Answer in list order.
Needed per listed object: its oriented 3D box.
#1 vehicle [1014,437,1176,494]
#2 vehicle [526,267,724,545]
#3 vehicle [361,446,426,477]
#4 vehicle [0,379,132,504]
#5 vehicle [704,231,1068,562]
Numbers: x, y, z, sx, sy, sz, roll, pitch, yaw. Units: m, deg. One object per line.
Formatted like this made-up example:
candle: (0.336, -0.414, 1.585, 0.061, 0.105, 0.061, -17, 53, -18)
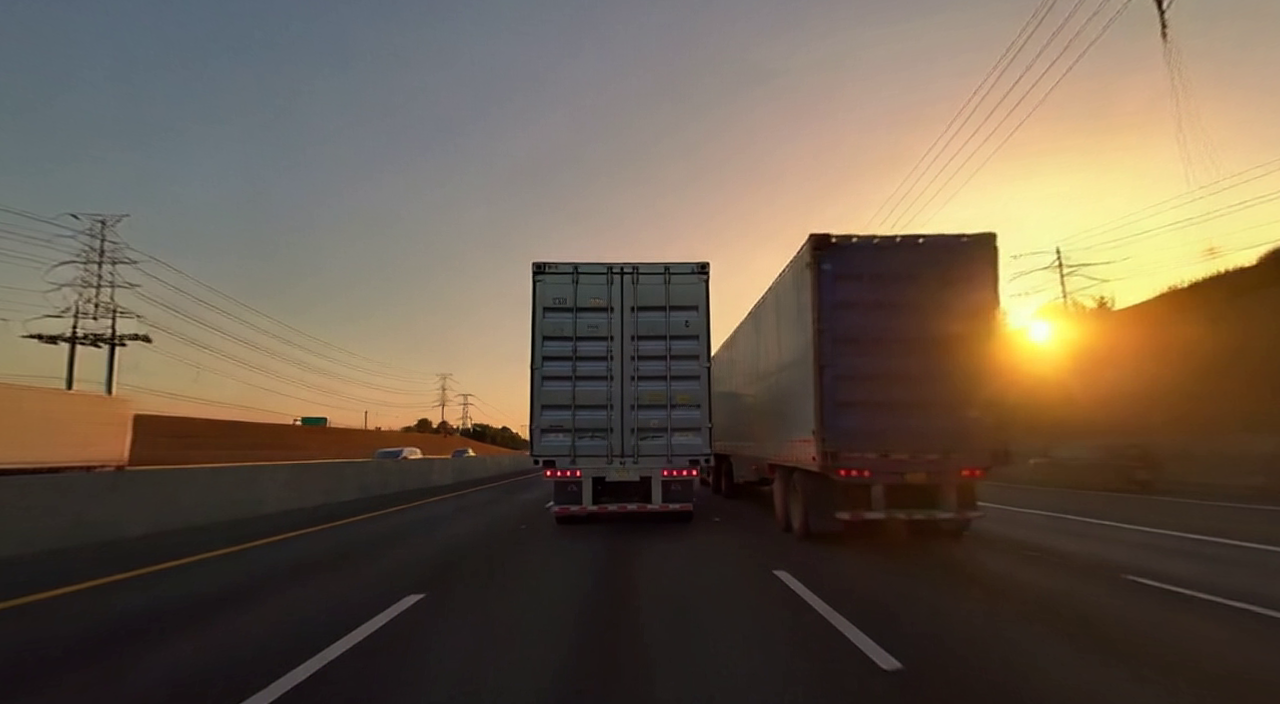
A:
vehicle: (12.811, 3.201, 18.150, 1.766, 1.452, 3.703, 0, -9, -2)
vehicle: (-0.224, 1.625, 15.308, 2.841, 4.071, 12.046, 0, -9, 0)
vehicle: (-13.045, 5.798, 33.769, 1.950, 1.526, 3.713, 0, -9, 0)
vehicle: (-20.400, 2.418, 17.105, 2.770, 3.665, 12.784, 0, -9, 0)
vehicle: (3.578, 1.437, 14.181, 2.797, 4.023, 13.066, 0, -9, 0)
